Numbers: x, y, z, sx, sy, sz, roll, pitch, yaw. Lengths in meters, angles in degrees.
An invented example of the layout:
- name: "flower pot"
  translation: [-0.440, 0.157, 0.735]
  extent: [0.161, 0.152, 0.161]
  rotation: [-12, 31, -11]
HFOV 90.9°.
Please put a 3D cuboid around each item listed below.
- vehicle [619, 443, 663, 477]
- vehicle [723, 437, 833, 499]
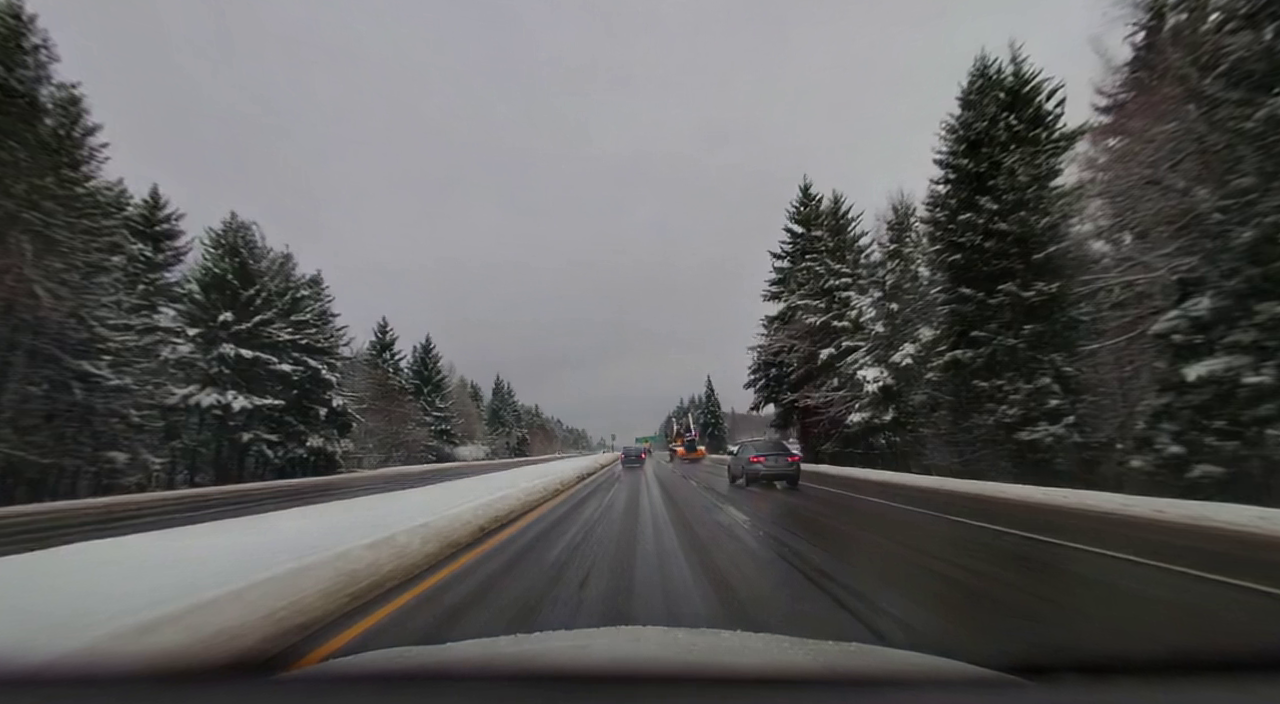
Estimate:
- name: "vehicle"
  translation: [0.014, 5.318, 31.144]
  extent: [2.045, 1.527, 4.023]
  rotation: [0, -9, -1]
- name: "vehicle"
  translation: [3.768, 3.255, 18.012]
  extent: [2.168, 1.529, 3.883]
  rotation: [0, -9, -1]
